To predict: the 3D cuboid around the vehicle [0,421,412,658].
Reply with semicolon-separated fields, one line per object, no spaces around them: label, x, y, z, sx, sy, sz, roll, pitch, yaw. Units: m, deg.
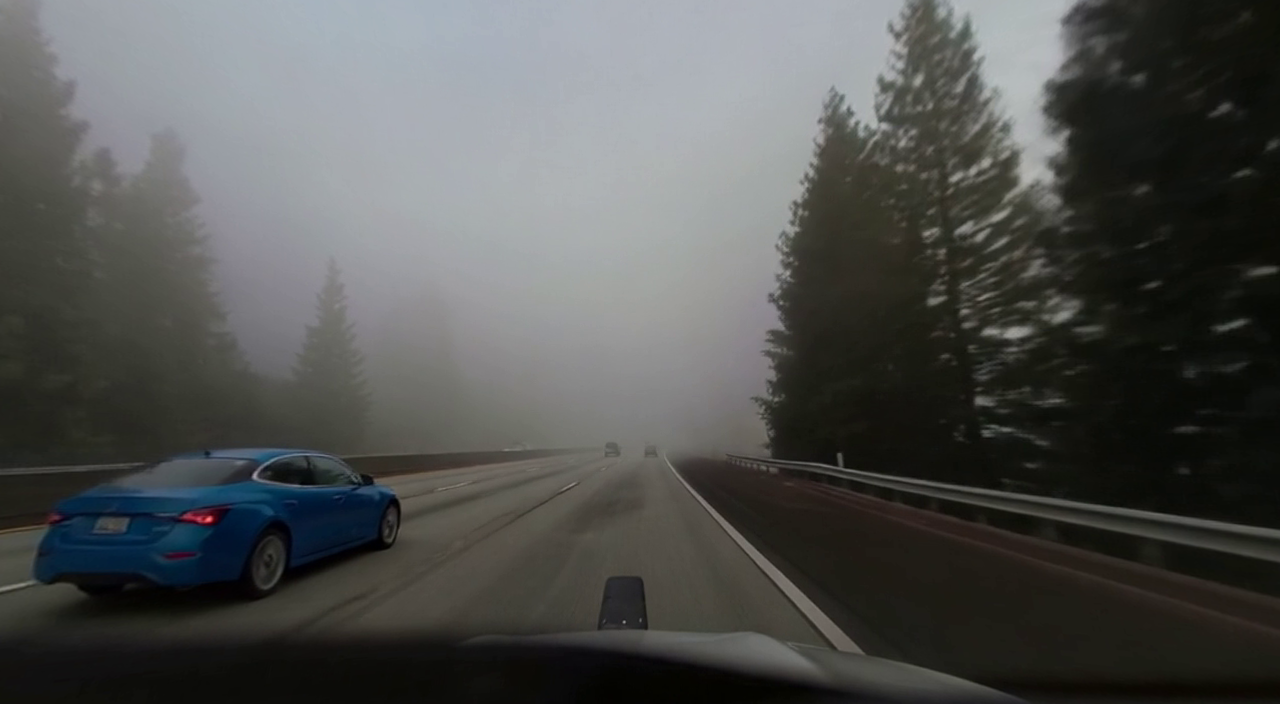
vehicle;-4.137;1.500;6.230;1.996;1.454;4.495;0;-8;1
